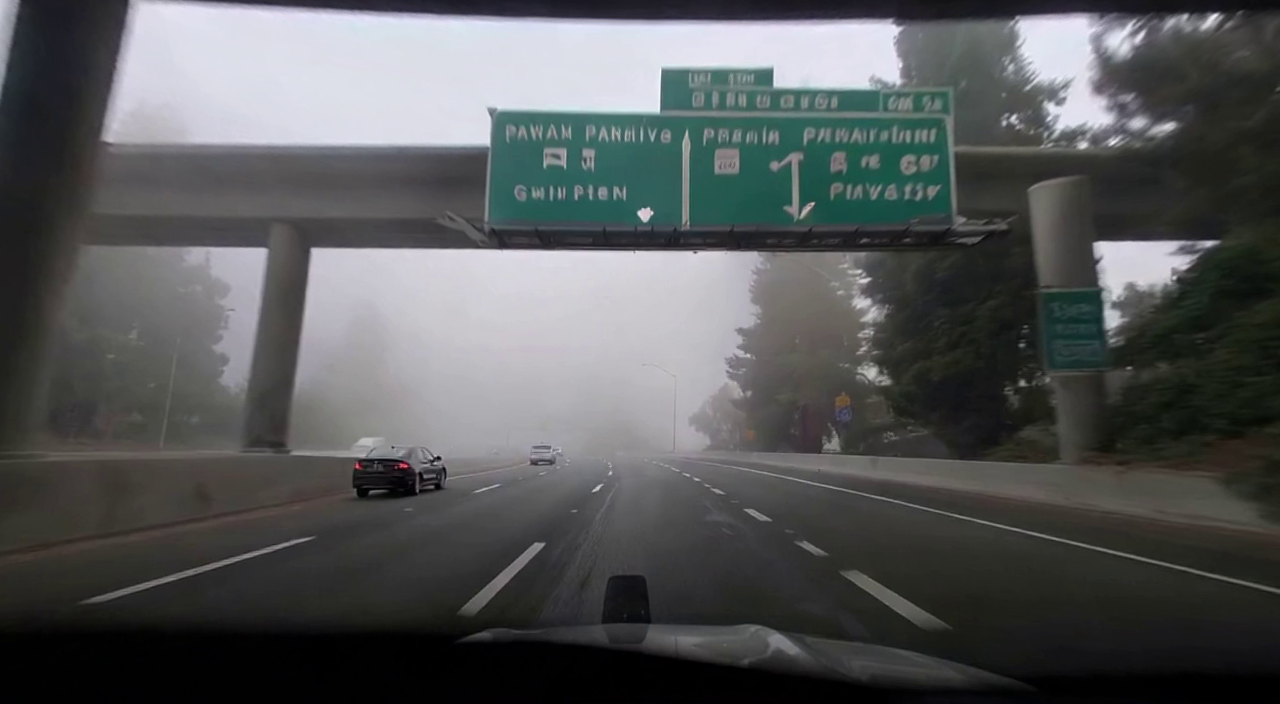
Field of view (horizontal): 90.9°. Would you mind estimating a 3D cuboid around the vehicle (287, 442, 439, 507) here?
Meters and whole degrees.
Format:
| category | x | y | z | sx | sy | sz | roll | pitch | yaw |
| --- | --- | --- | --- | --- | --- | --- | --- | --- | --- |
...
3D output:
| category | x | y | z | sx | sy | sz | roll | pitch | yaw |
| --- | --- | --- | --- | --- | --- | --- | --- | --- | --- |
| vehicle | -7.179 | 3.191 | 16.966 | 2.025 | 1.494 | 4.495 | 0 | -8 | 0 |
